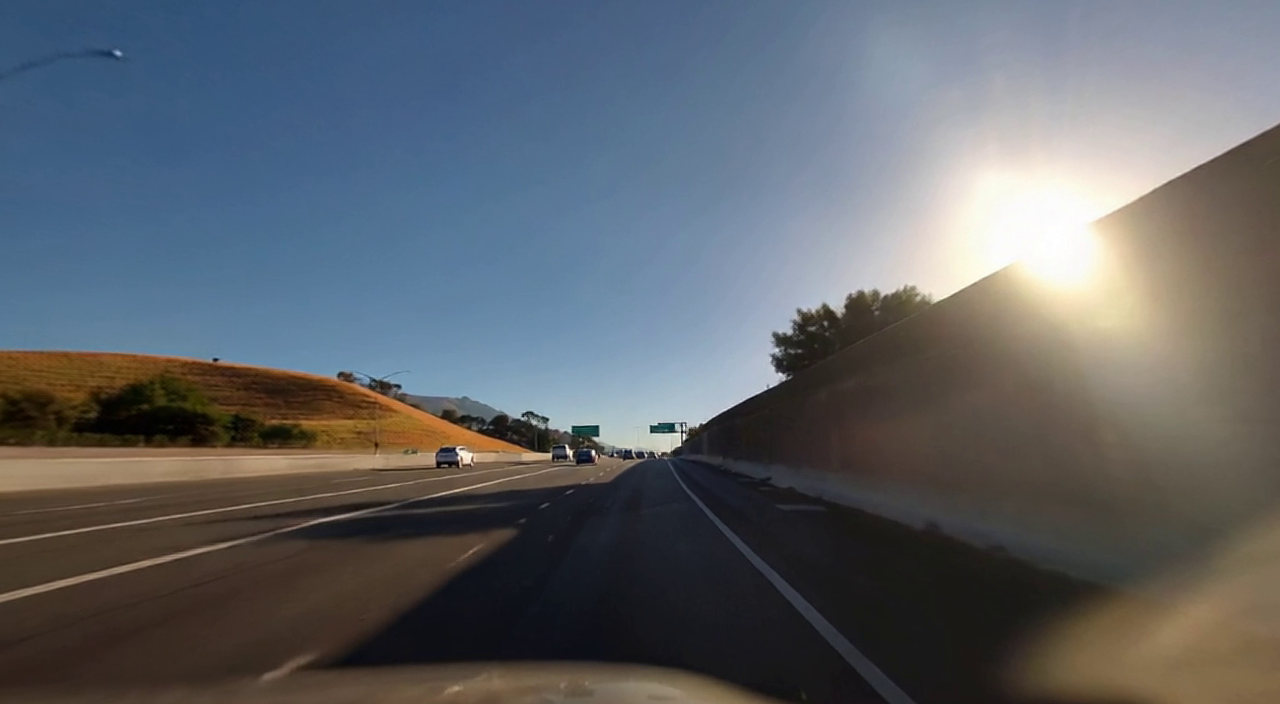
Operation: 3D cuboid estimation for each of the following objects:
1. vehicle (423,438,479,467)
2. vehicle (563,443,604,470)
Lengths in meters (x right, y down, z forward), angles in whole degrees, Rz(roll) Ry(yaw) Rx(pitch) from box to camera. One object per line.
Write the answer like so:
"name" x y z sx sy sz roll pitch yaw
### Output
"vehicle" -12.433 6.650 41.857 2.076 1.766 4.831 0 -8 2
"vehicle" -3.297 6.198 37.550 1.931 1.492 4.076 0 -8 2
